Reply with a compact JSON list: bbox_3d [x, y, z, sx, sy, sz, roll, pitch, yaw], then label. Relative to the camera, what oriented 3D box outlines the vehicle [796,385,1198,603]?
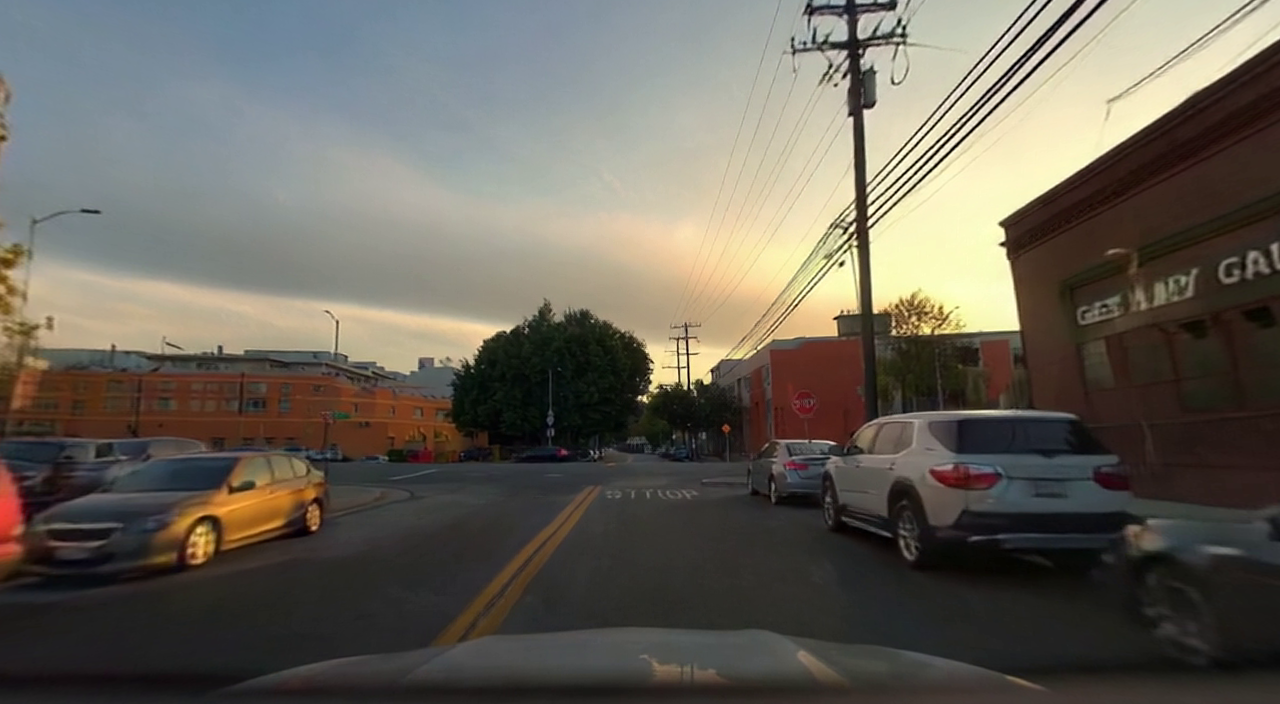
[{"bbox_3d":[3.753,1.541,7.982,2.178,1.856,4.756,2,-7,-2],"label":"vehicle"}]

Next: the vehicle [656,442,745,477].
[{"bbox_3d":[2.892,4.926,29.284,2.033,1.464,4.645,-6,-10,36],"label":"vehicle"}]

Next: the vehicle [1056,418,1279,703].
[{"bbox_3d":[3.937,0.941,2.264,1.840,1.452,4.517,0,-8,1],"label":"vehicle"}]

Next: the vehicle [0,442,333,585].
[{"bbox_3d":[-6.037,1.989,8.594,1.820,1.482,3.737,0,-8,-1],"label":"vehicle"}]

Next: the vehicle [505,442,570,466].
[{"bbox_3d":[-7.812,7.792,48.284,4.689,1.803,1.958,0,-8,-2],"label":"vehicle"}]
